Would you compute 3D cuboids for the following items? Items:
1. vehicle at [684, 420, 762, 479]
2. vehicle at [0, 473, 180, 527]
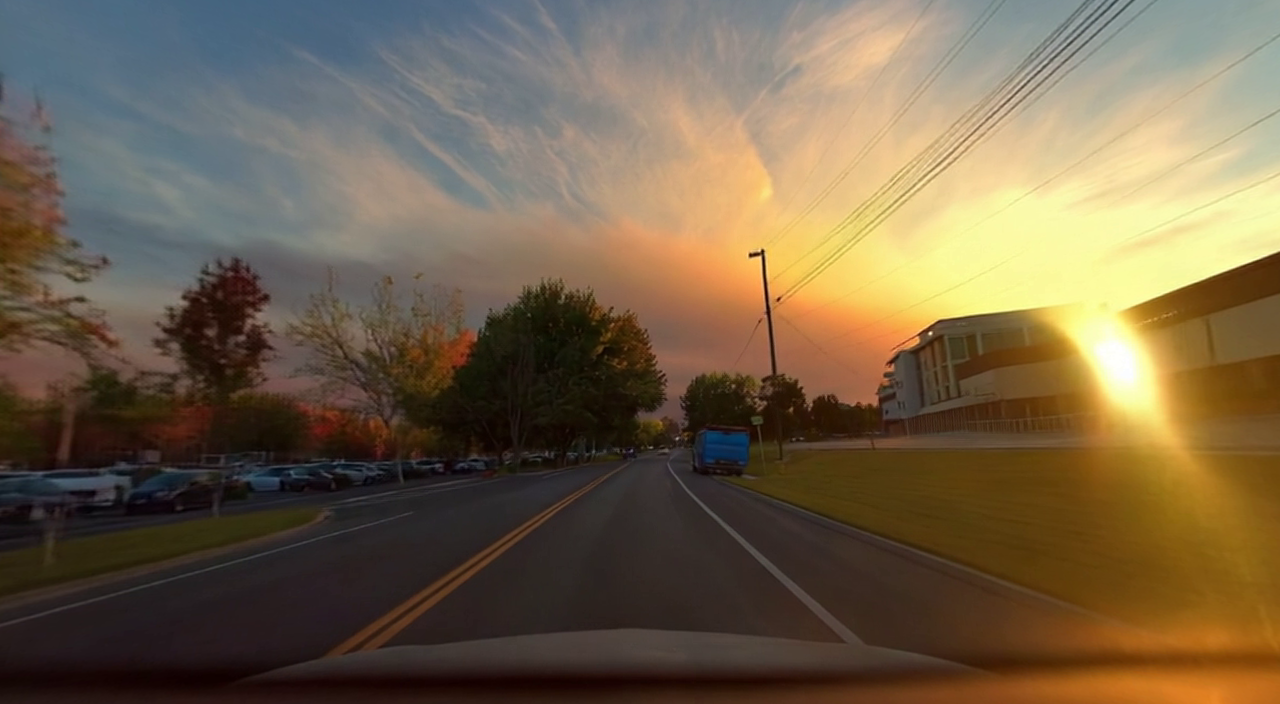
[{"bbox_3d":[4.691,5.845,38.142,3.282,3.067,10.181,0,-9,0],"label":"vehicle"},{"bbox_3d":[-22.330,5.967,25.957,2.233,1.709,5.161,-3,-9,16],"label":"vehicle"}]
